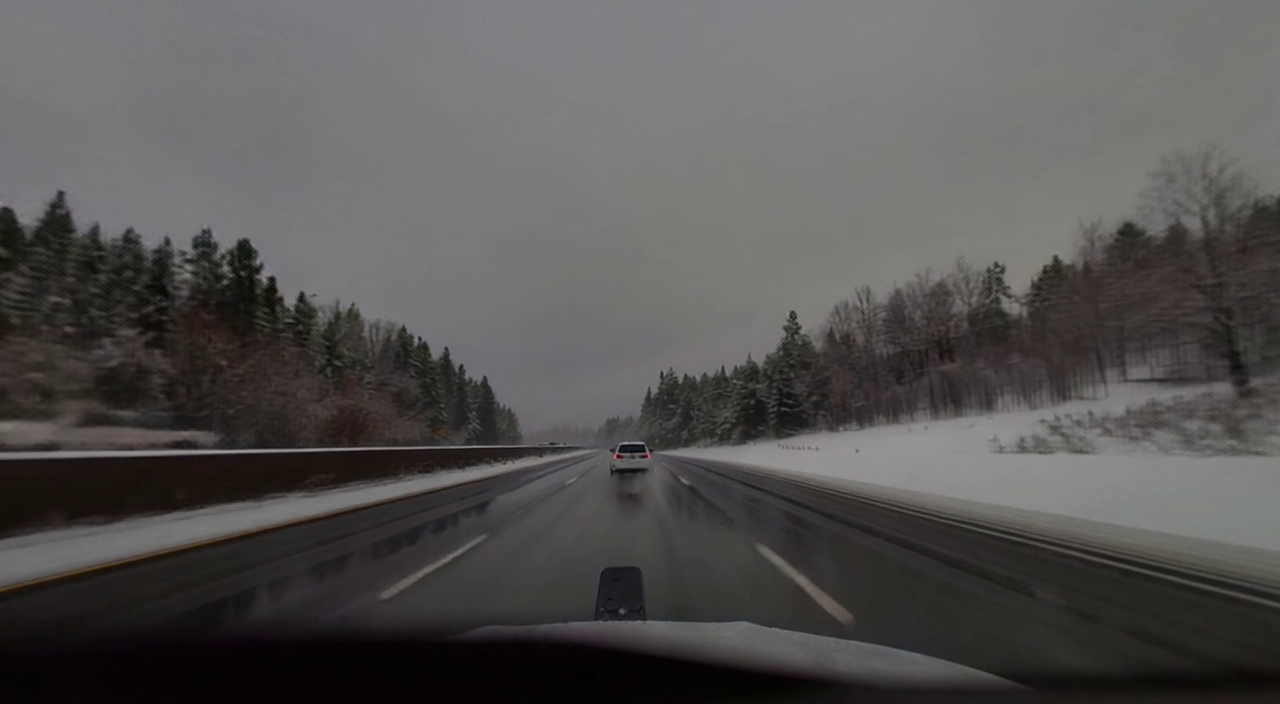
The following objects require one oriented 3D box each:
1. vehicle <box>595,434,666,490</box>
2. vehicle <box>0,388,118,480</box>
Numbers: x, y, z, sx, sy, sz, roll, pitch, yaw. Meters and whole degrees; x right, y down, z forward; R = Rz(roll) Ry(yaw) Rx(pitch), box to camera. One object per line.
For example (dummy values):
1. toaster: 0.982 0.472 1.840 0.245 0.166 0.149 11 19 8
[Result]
1. vehicle: -0.289 3.400 19.778 2.011 1.590 3.607 0 -9 -1
2. vehicle: -13.357 1.613 12.360 2.090 1.762 4.769 0 -9 0
